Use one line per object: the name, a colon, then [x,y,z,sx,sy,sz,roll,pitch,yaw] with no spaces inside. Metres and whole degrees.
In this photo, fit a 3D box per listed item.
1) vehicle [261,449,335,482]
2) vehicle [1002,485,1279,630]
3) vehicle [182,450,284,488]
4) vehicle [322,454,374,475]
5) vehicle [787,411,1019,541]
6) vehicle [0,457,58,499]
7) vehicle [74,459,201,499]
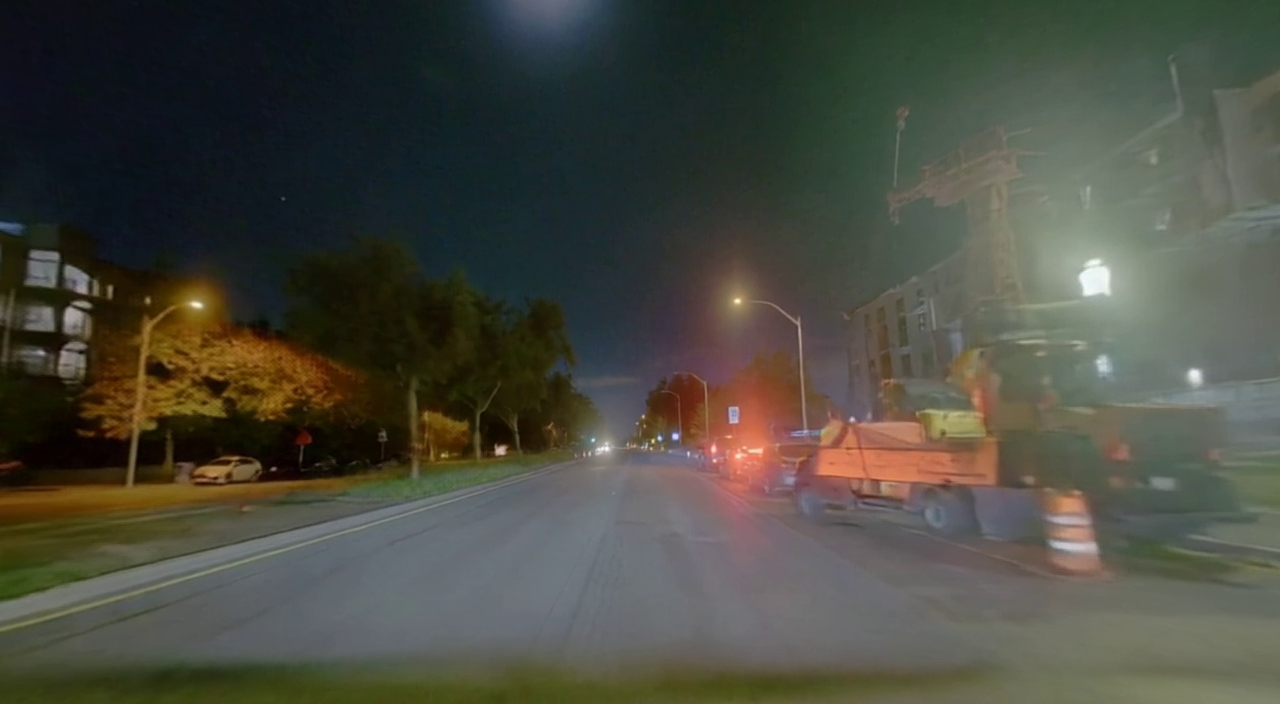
vehicle: [-21.543,7.128,39.973,2.027,1.855,4.908,0,-8,-2]
vehicle: [4.906,1.748,5.749,1.973,0.903,2.151,0,-8,3]
vehicle: [-21.547,6.188,33.719,1.986,1.805,5.444,0,-8,-2]
vehicle: [-21.658,8.324,46.923,1.834,1.441,4.416,0,-8,-2]
vehicle: [4.319,2.115,11.428,2.050,1.832,4.794,0,-8,-1]
vehicle: [-28.732,5.798,29.320,2.108,1.692,4.514,8,-12,-44]
vehicle: [-21.587,5.432,27.347,1.811,1.480,4.425,0,-8,0]
